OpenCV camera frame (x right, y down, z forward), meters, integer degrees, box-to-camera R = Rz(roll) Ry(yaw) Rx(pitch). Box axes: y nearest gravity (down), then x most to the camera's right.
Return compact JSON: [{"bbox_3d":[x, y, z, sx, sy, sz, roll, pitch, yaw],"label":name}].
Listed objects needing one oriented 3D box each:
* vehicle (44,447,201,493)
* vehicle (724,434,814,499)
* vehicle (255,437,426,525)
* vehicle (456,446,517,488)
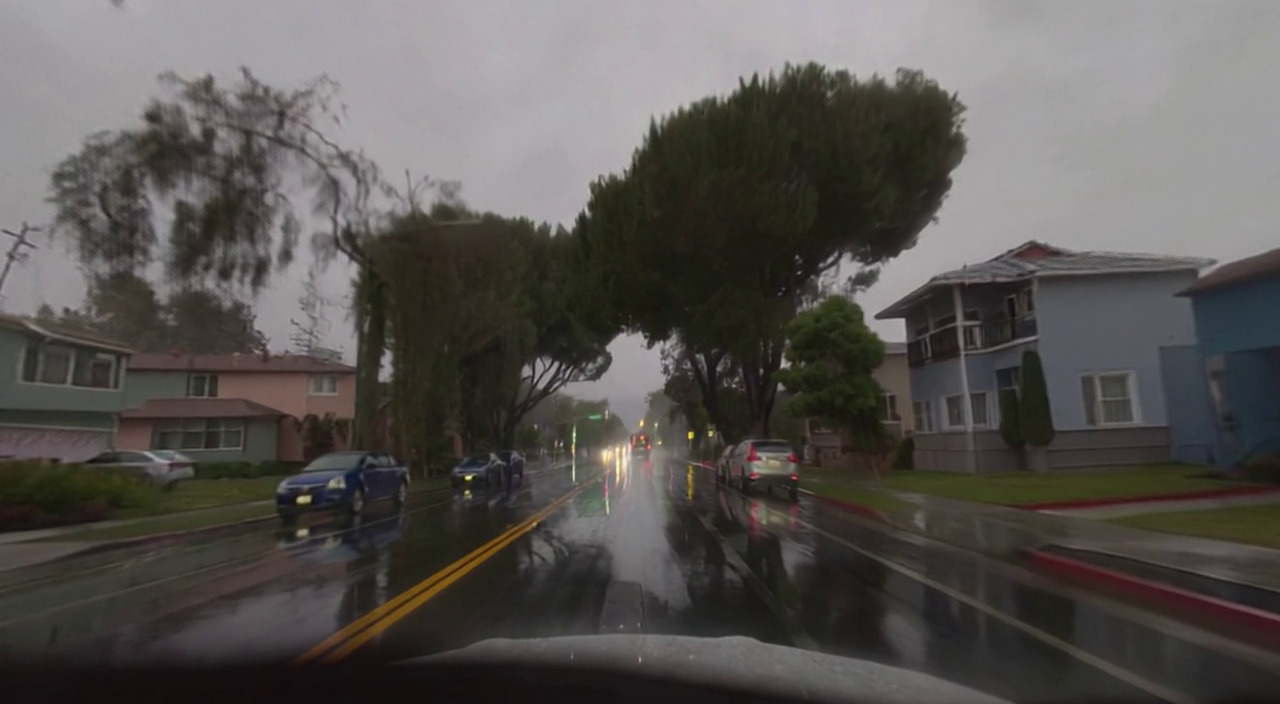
[{"bbox_3d":[-19.801,4.512,24.330,4.197,1.659,2.059,0,-8,0],"label":"vehicle"},{"bbox_3d":[4.340,3.944,22.080,2.060,1.833,4.927,5,-9,1],"label":"vehicle"},{"bbox_3d":[-7.945,3.398,17.472,2.094,1.840,5.450,-5,-8,0],"label":"vehicle"},{"bbox_3d":[-7.702,5.781,32.189,1.898,1.755,4.603,-5,-8,0],"label":"vehicle"}]
